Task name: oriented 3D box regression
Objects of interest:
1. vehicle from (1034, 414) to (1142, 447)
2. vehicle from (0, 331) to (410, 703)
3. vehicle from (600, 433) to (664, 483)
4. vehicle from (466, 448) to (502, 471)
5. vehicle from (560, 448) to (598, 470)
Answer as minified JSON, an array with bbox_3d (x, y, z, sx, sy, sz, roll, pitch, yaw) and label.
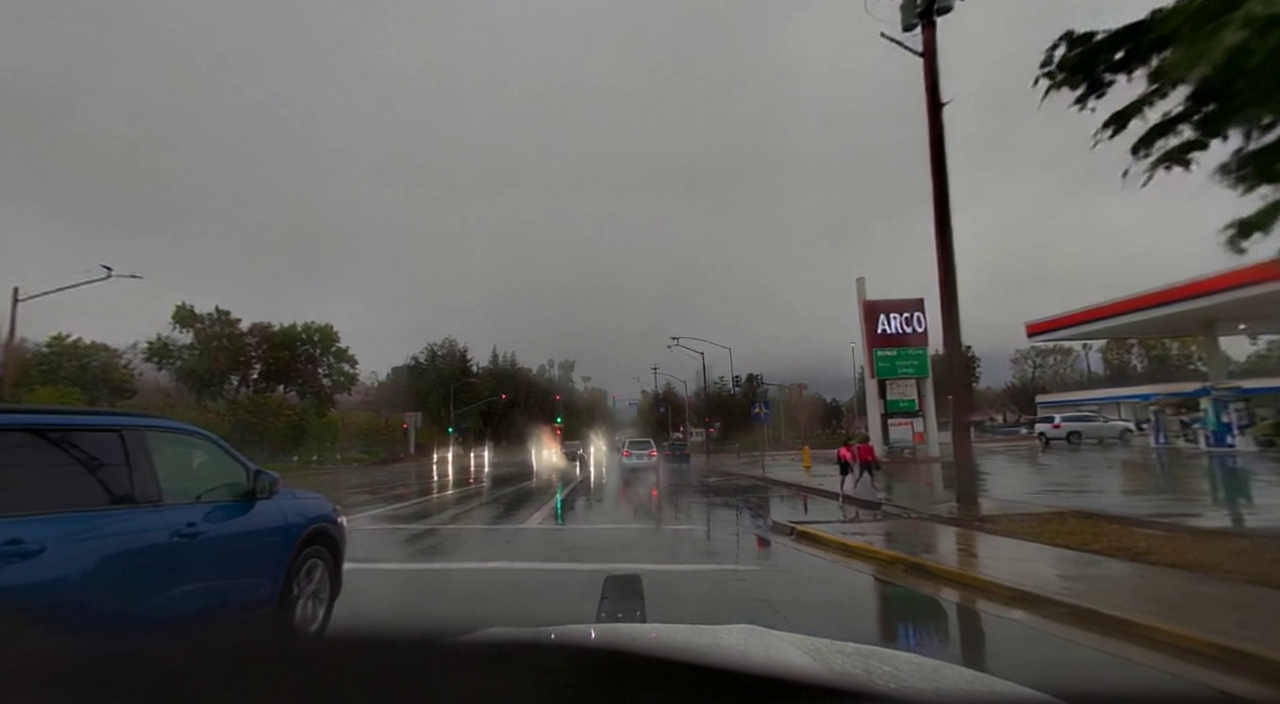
[{"bbox_3d":[27.738,4.894,39.093,5.102,1.893,2.120,0,-9,-2],"label":"vehicle"},{"bbox_3d":[-3.295,1.032,3.568,2.247,1.734,4.919,0,-9,-2],"label":"vehicle"},{"bbox_3d":[-0.389,4.667,28.039,2.552,1.999,5.498,0,-9,-2],"label":"vehicle"},{"bbox_3d":[-12.182,8.439,49.405,1.943,1.643,4.167,-1,-8,-3],"label":"vehicle"},{"bbox_3d":[-4.185,7.424,43.963,2.192,1.458,4.594,0,-9,0],"label":"vehicle"}]
